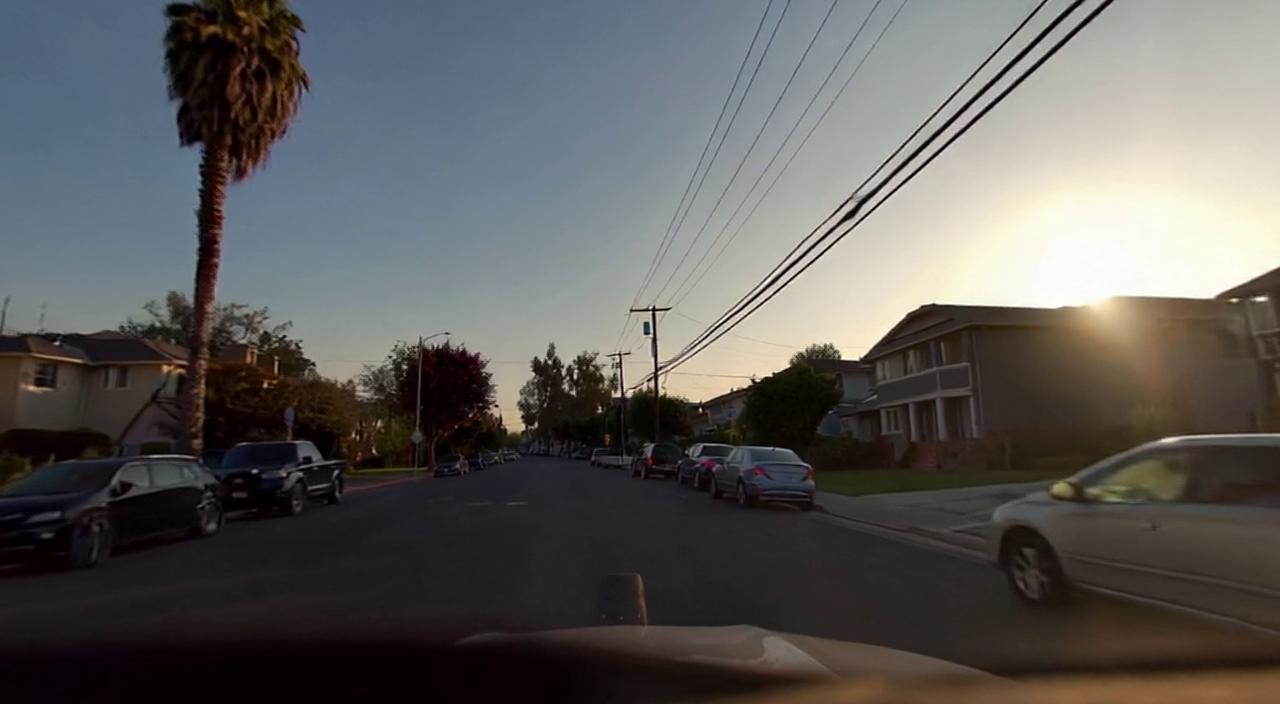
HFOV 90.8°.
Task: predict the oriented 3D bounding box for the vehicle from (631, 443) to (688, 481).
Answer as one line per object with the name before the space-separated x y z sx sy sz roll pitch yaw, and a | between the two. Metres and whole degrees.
vehicle | 0.947 5.733 33.303 2.115 1.826 4.871 2 -9 -9

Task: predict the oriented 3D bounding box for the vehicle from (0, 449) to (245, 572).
vehicle | -8.164 2.273 9.880 1.801 1.477 4.239 2 -9 -10

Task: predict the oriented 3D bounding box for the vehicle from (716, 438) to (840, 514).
vehicle | 3.373 3.143 16.455 1.894 1.675 4.294 1 -9 -5

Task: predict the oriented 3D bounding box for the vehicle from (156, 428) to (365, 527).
vehicle | -8.852 2.969 15.584 2.300 1.943 5.744 1 -9 -9

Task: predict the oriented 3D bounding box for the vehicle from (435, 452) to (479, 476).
vehicle | -12.183 7.464 42.346 2.013 1.483 4.645 1 -9 -6

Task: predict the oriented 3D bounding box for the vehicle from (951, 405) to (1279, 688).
vehicle | 4.577 1.256 4.474 1.943 1.623 4.471 2 -9 -9
